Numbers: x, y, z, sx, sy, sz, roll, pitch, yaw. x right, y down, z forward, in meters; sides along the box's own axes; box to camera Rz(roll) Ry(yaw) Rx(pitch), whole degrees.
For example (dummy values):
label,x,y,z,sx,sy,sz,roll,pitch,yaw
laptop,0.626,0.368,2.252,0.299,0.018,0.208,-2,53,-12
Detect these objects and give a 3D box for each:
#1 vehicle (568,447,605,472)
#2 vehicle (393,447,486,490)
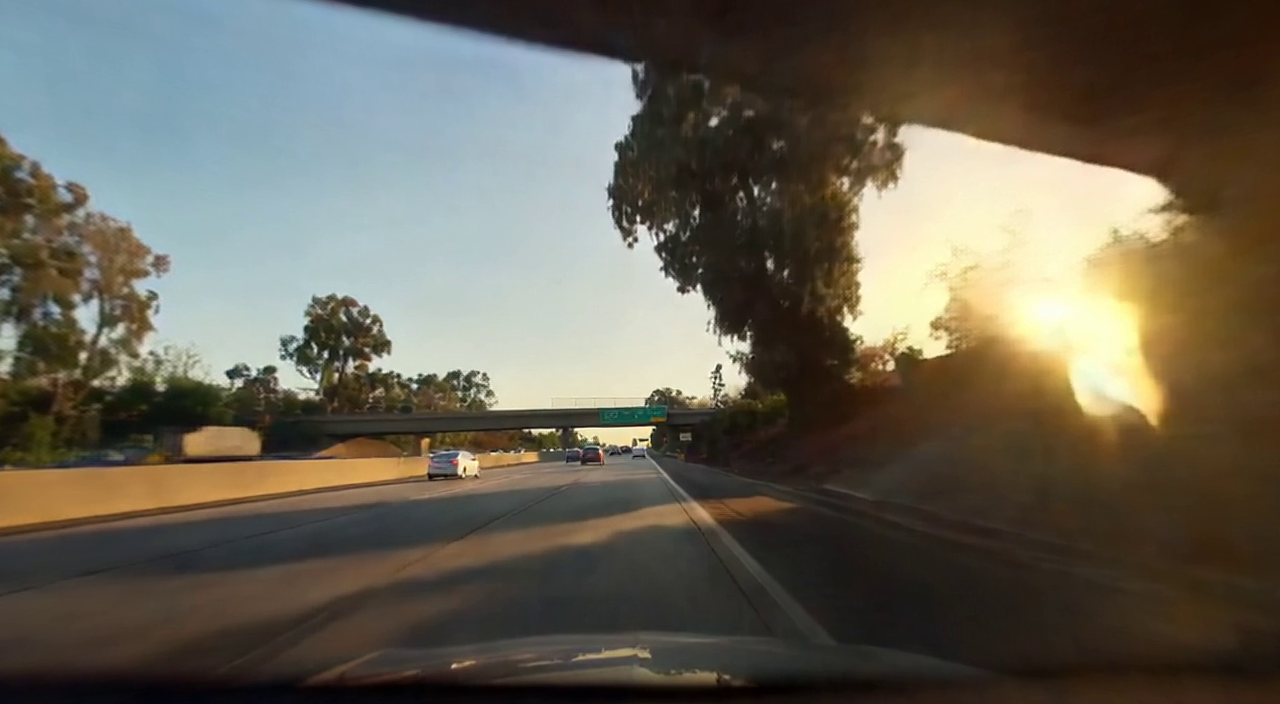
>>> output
label,x,y,z,sx,sy,sz,roll,pitch,yaw
vehicle,-3.608,7.364,43.295,2.102,1.571,4.666,0,-9,1
vehicle,-7.592,4.441,24.406,2.002,1.507,4.631,0,-9,1
